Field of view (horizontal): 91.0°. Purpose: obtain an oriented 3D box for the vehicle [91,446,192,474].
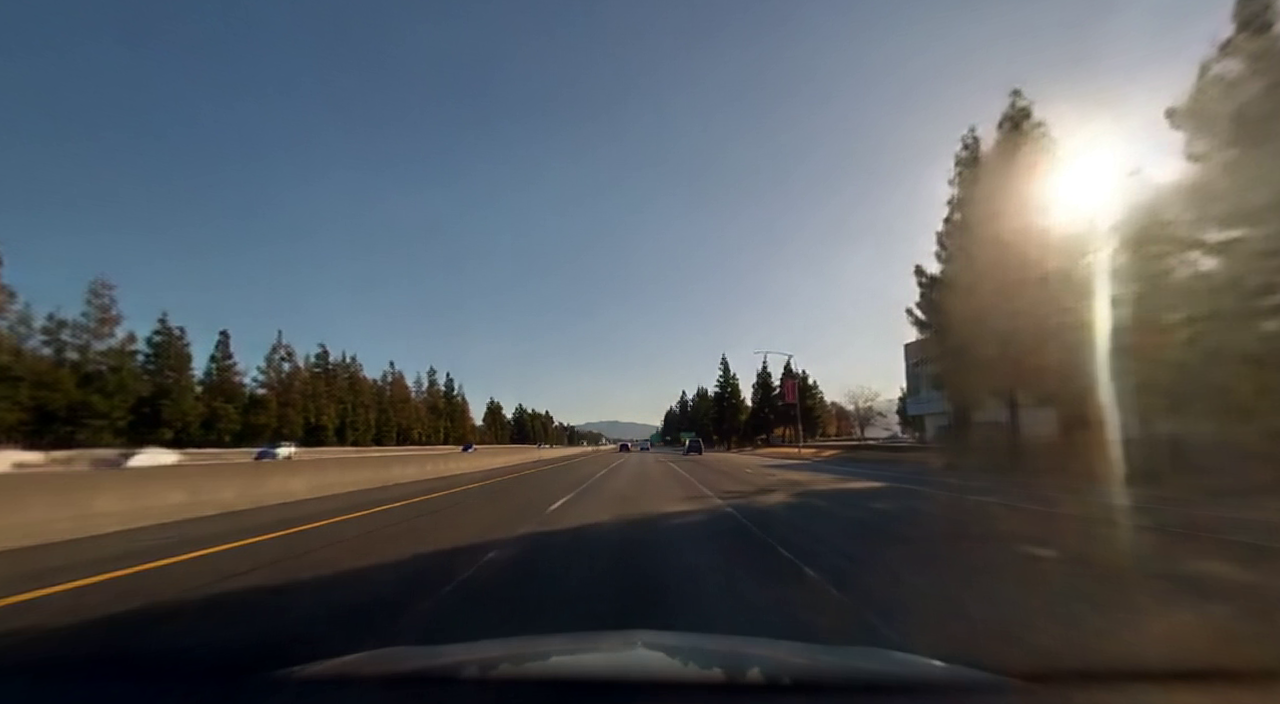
[{"bbox_3d":[-28.924,6.273,36.761,1.884,1.520,4.764,0,-9,2],"label":"vehicle"}]
